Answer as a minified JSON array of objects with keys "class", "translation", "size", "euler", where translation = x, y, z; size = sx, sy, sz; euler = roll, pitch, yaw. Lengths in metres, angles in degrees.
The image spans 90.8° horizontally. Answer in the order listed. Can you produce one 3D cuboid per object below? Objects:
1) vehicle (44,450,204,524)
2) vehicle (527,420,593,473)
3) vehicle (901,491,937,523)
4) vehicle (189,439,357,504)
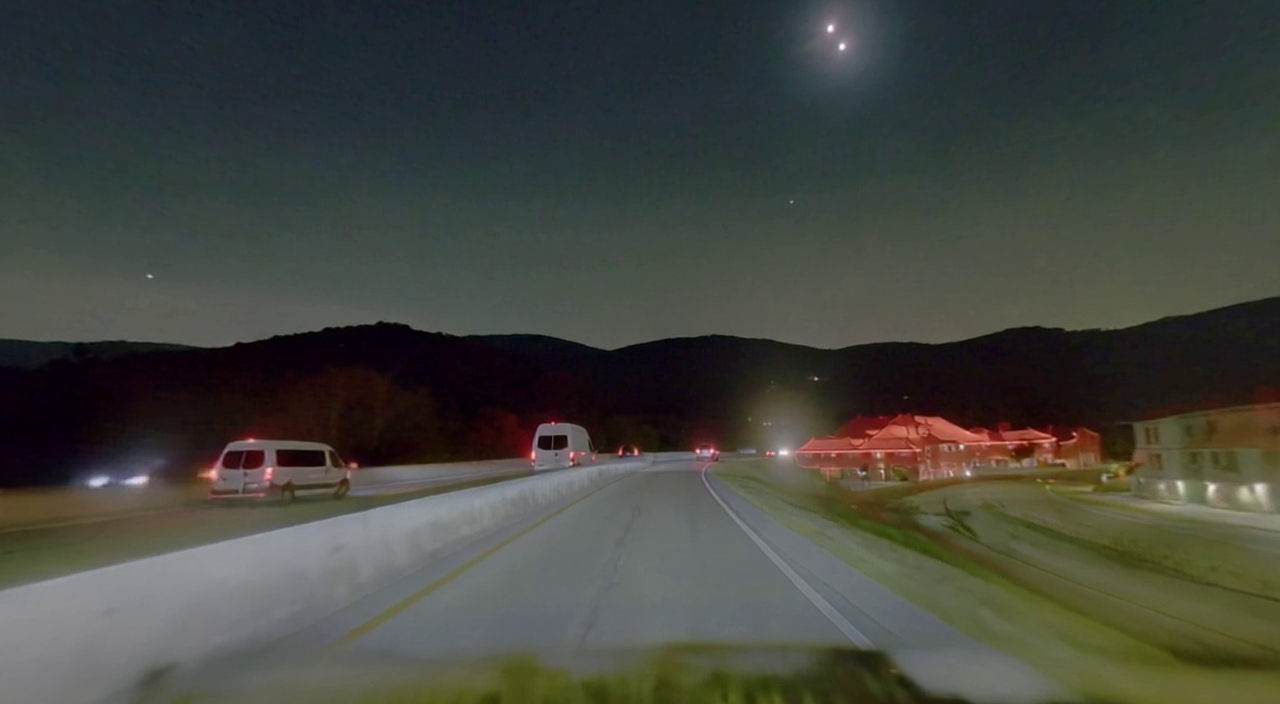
[{"class":"vehicle","translation":[-26.986,6.963,33.505],"size":[2.927,3.464,5.910],"euler":[-1,-9,7]},{"class":"vehicle","translation":[-4.455,5.438,36.370],"size":[2.314,2.703,6.441],"euler":[-1,-9,6]},{"class":"vehicle","translation":[21.427,11.905,48.654],"size":[1.887,1.776,4.198],"euler":[-2,-6,16]},{"class":"vehicle","translation":[-9.713,3.176,17.216],"size":[1.821,1.524,4.342],"euler":[-1,-9,3]}]
